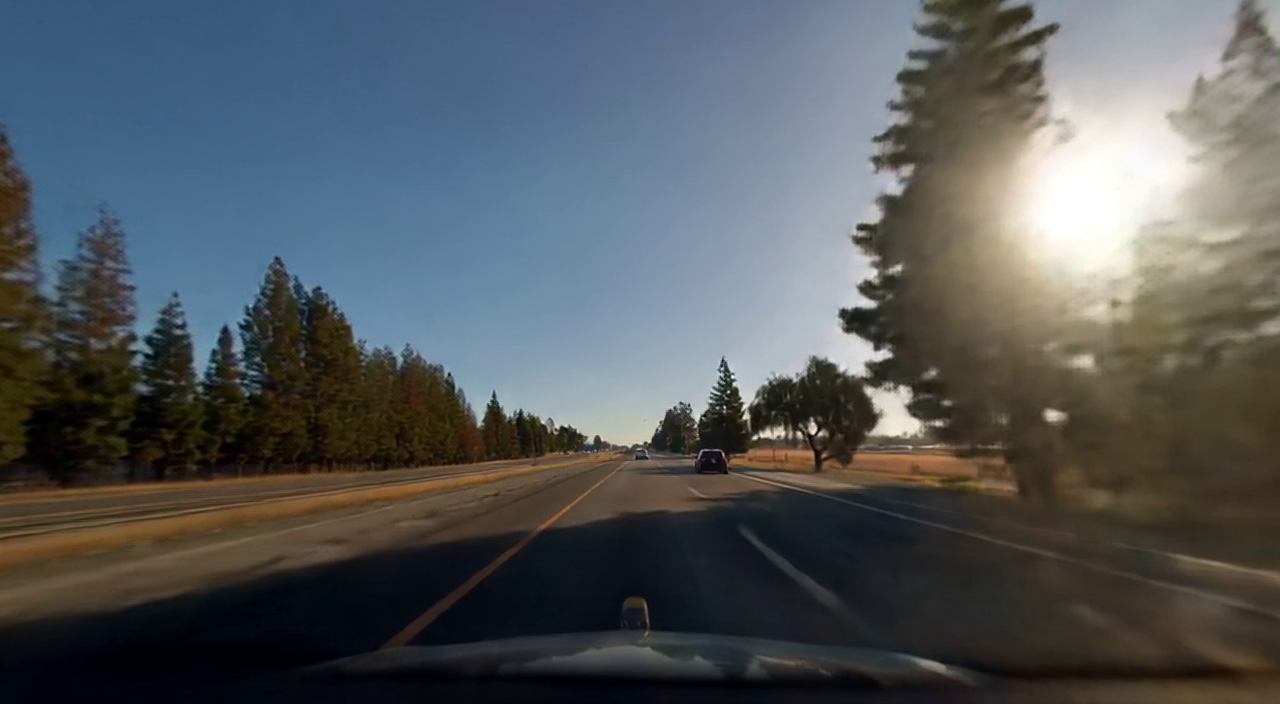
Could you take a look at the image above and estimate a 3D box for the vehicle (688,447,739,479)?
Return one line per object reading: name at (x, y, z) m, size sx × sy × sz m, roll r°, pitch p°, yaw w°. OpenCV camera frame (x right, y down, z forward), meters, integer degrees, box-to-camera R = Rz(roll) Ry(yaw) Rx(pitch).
vehicle at (3.786, 5.797, 33.194) m, size 2.115 × 1.522 × 4.330 m, roll 0°, pitch -9°, yaw 0°
